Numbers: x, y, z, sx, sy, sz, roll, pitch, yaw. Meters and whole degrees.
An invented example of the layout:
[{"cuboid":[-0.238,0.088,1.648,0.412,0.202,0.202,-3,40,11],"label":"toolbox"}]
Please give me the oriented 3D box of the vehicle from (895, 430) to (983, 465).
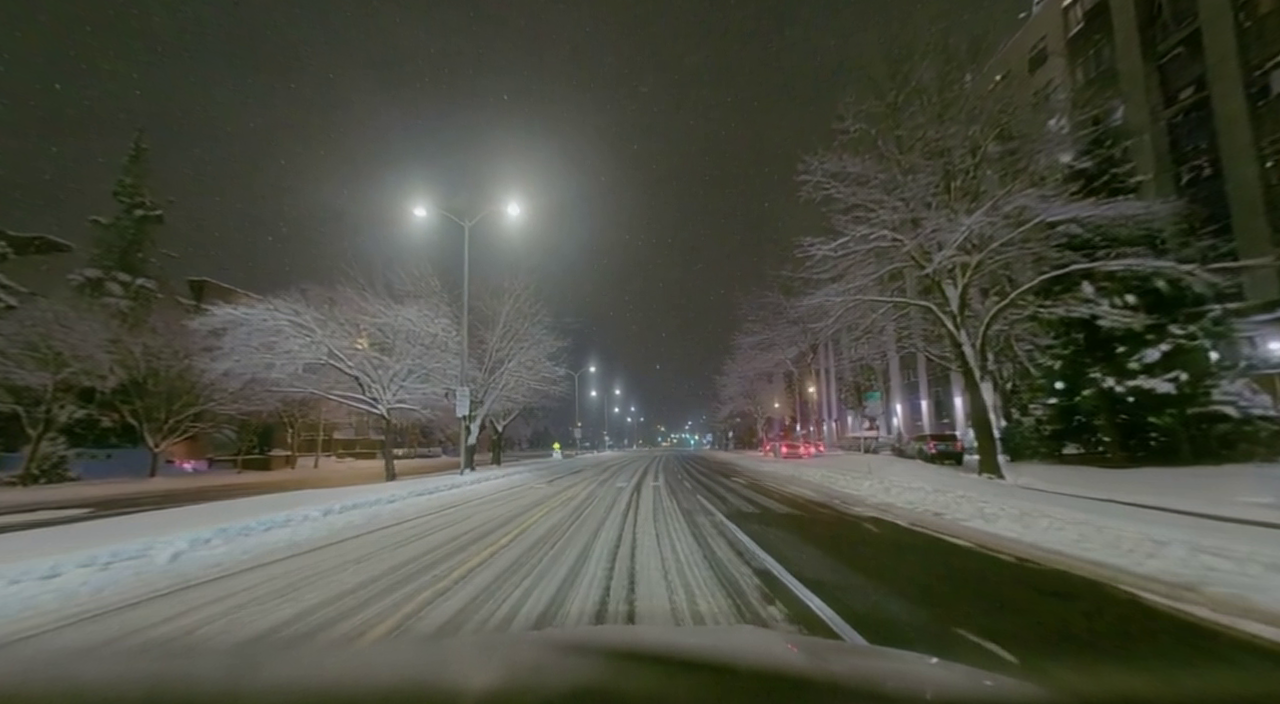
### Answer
[{"cuboid":[13.818,4.450,29.459,1.879,1.507,4.836,0,-8,2],"label":"vehicle"}]
